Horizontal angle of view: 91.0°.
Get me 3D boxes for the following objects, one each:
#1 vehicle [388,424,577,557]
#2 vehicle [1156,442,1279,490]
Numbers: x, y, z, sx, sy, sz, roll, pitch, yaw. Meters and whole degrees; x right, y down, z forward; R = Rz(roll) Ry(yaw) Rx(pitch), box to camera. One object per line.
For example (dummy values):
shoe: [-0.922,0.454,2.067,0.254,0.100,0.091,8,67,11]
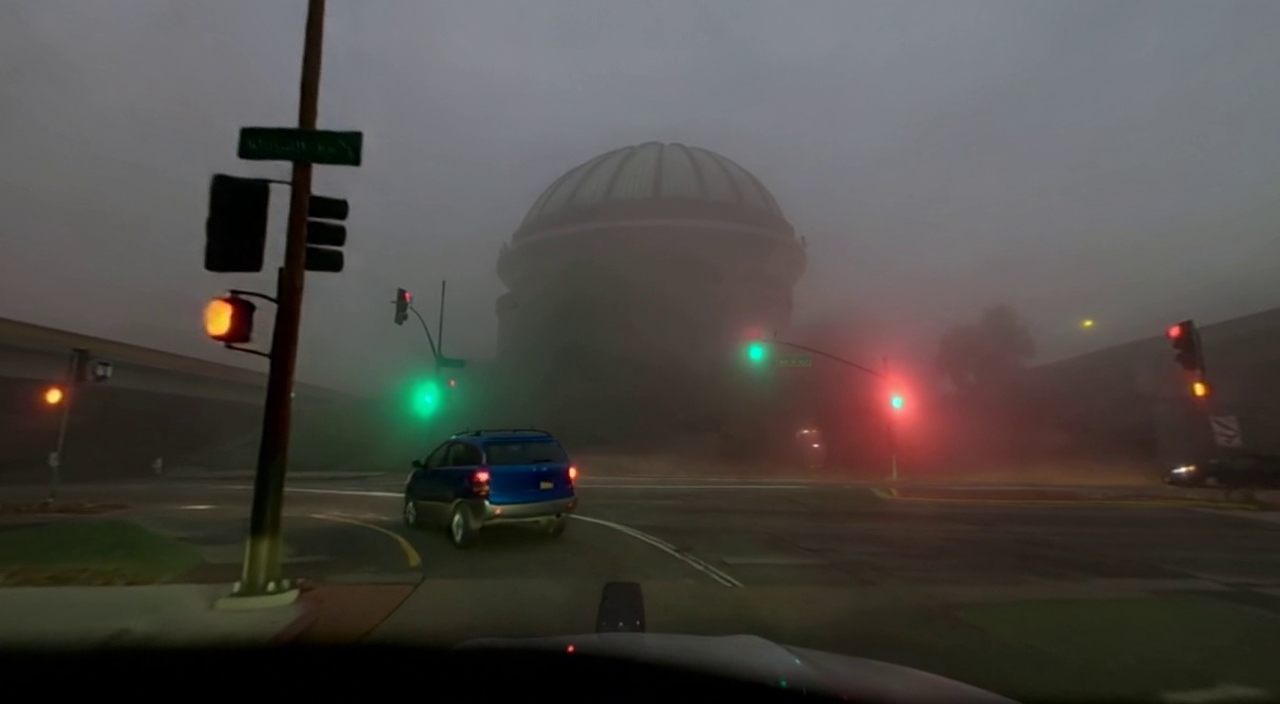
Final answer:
vehicle: [-2.606,1.995,9.747,1.976,1.584,3.772,5,-10,-27]
vehicle: [22.432,4.253,23.631,4.345,1.672,1.973,0,-9,1]
